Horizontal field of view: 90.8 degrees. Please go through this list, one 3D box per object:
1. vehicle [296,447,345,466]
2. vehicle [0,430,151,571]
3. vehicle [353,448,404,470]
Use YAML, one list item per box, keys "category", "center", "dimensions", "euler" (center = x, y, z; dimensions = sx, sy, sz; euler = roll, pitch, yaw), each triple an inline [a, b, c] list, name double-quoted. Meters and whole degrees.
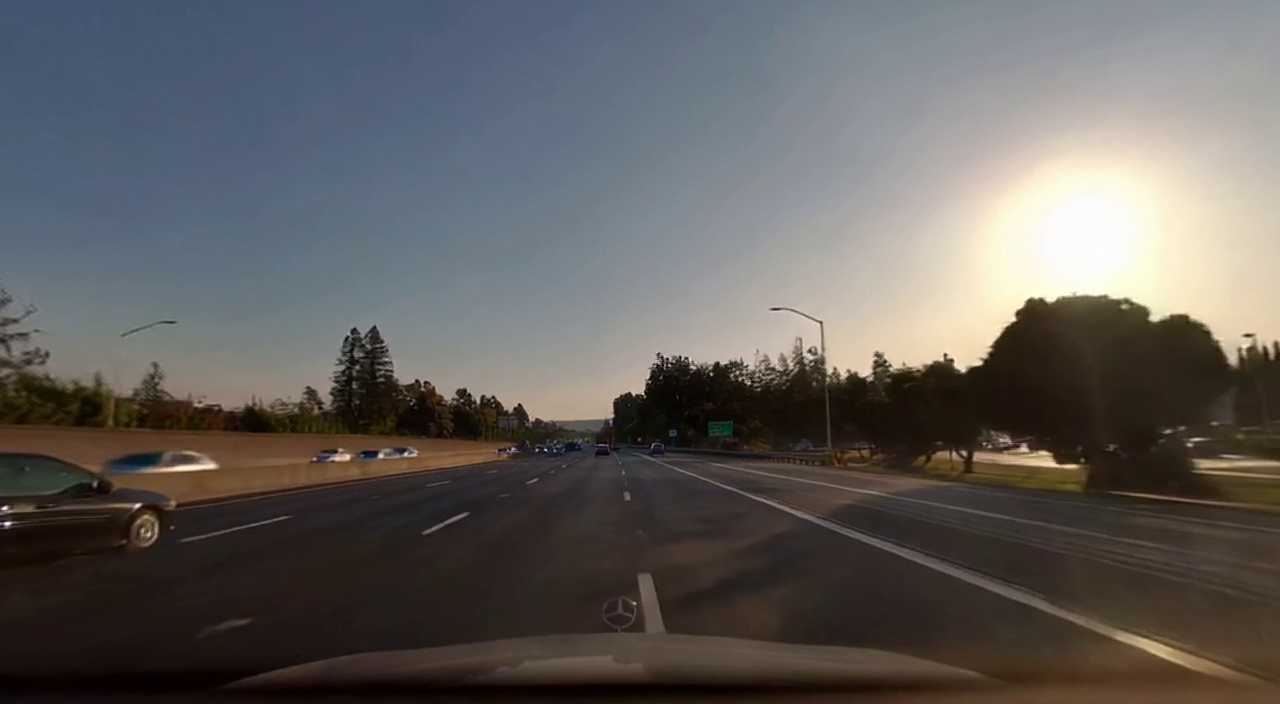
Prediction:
- category: "vehicle"
  center: [-25.172, 8.232, 49.913]
  dimensions: [1.890, 1.463, 3.902]
  euler: [0, -9, -2]
- category: "vehicle"
  center: [-7.926, 1.580, 6.646]
  dimensions: [2.060, 1.507, 4.494]
  euler: [0, -9, -2]
- category: "vehicle"
  center: [-18.523, 7.583, 44.972]
  dimensions: [1.952, 1.427, 4.195]
  euler: [0, -9, -2]
